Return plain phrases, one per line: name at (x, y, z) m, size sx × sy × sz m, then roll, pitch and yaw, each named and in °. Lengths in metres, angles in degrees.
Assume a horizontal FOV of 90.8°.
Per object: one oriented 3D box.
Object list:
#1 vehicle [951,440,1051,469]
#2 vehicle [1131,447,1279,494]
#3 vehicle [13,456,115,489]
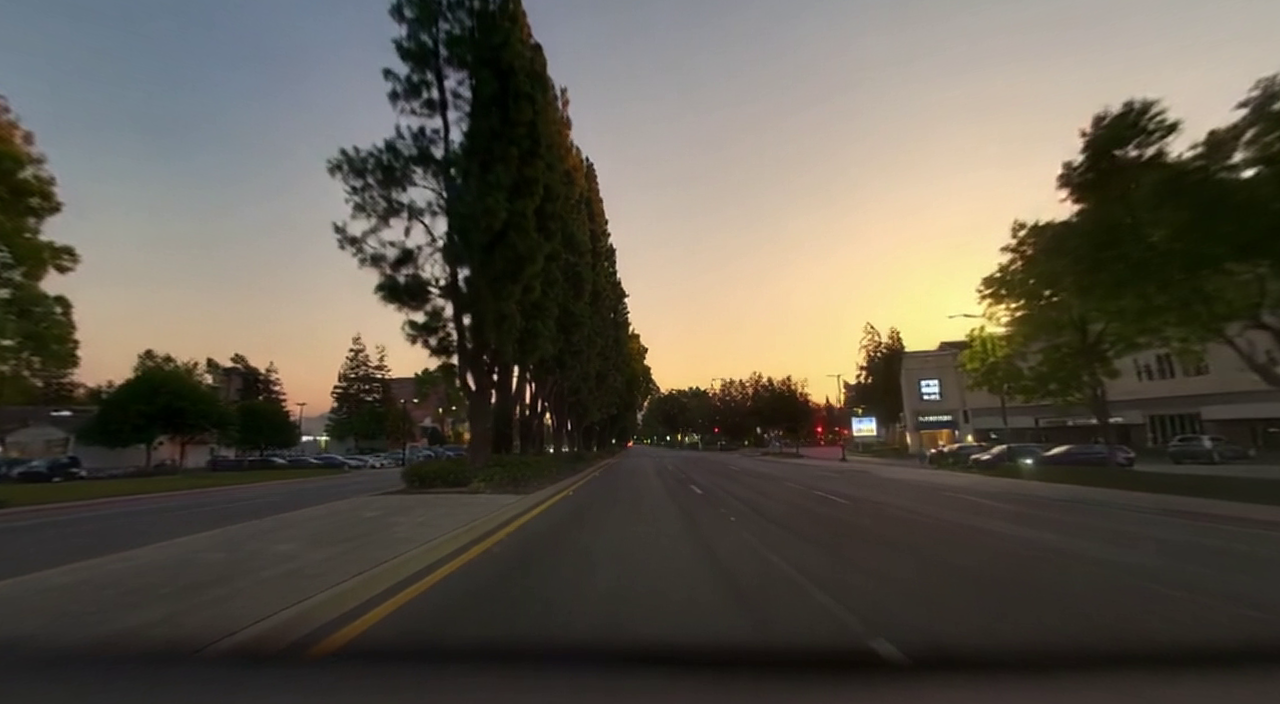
vehicle at (20.176, 5.734, 35.472) m, size 4.333 × 1.507 × 2.101 m, roll 0°, pitch -8°, yaw -1°
vehicle at (20.064, 4.086, 21.853) m, size 4.403 × 1.436 × 1.918 m, roll -2°, pitch -10°, yaw 1°
vehicle at (-35.637, 7.462, 39.305) m, size 1.983 × 1.818 × 4.590 m, roll 0°, pitch -8°, yaw 0°
